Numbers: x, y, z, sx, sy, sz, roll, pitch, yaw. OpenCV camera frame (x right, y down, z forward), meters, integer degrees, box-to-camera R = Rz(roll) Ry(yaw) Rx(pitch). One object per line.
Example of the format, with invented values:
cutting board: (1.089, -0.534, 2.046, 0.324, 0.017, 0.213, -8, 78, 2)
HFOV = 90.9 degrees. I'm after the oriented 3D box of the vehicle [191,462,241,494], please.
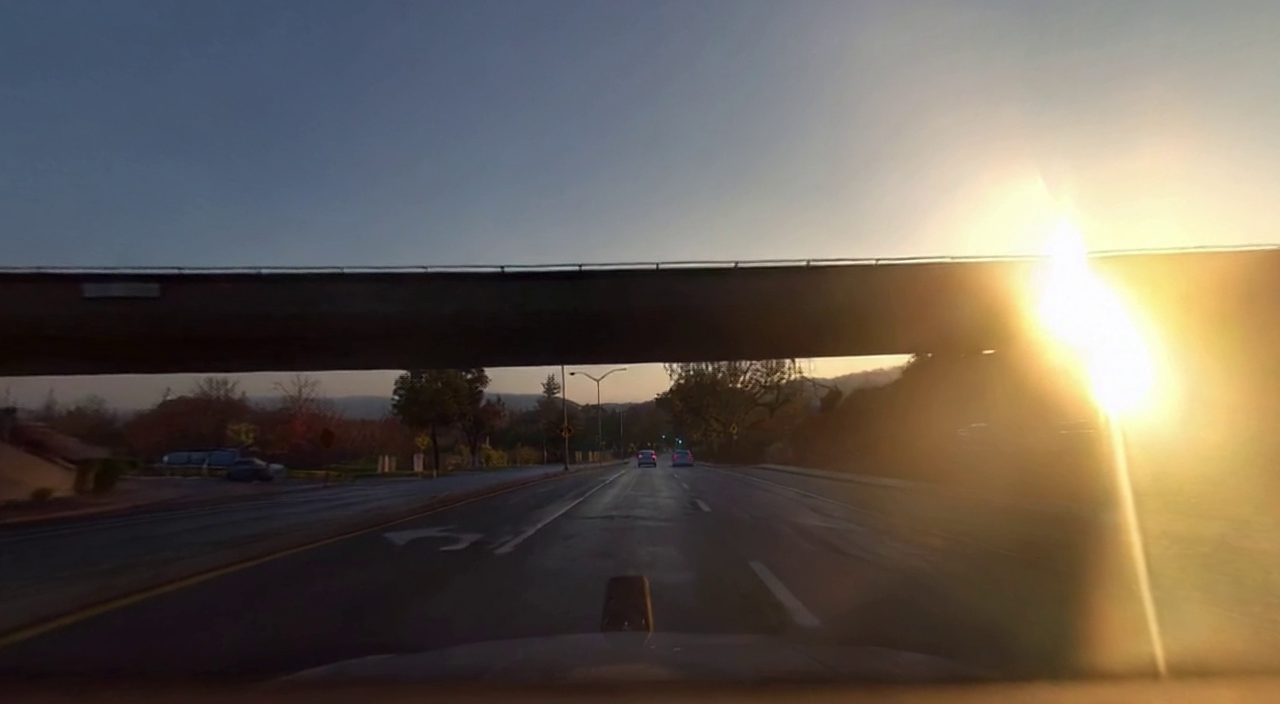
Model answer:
vehicle: (-25.640, 7.598, 38.249, 1.847, 1.698, 4.345, 4, -10, -26)
